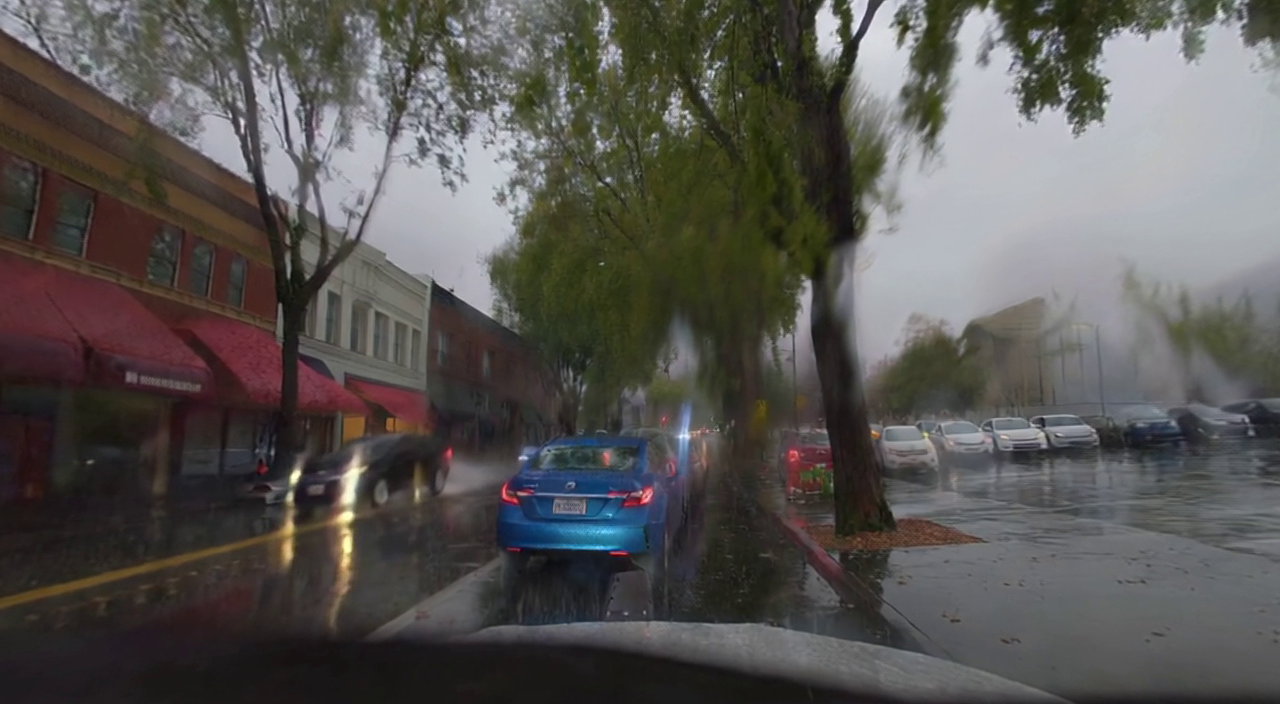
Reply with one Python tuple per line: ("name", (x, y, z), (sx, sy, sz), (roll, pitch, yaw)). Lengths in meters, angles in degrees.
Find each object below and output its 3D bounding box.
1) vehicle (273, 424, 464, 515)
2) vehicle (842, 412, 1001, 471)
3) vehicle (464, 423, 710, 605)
("vehicle", (-6.289, 2.784, 15.396), (2.071, 1.811, 4.711), (-3, -9, 8))
("vehicle", (9.016, 2.835, 20.219), (4.558, 1.528, 1.915), (0, -8, -23))
("vehicle", (-0.265, 1.639, 7.316), (1.939, 1.478, 3.922), (-2, -8, 9))
